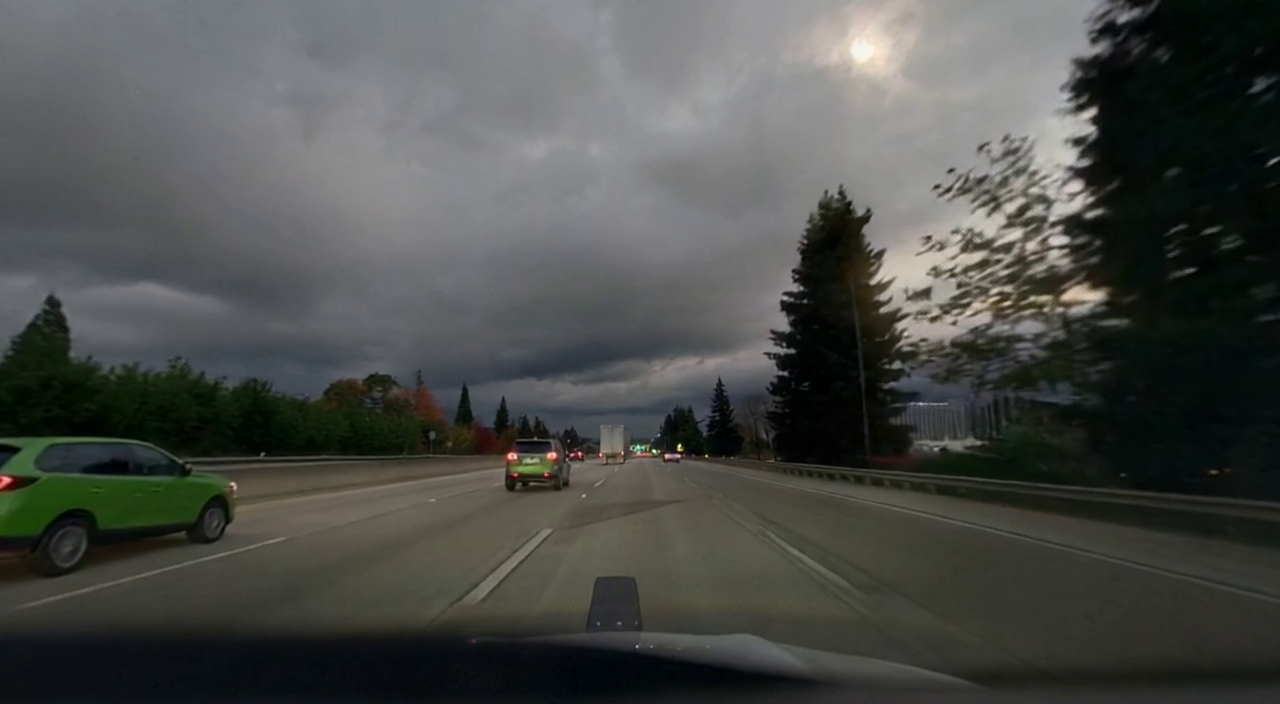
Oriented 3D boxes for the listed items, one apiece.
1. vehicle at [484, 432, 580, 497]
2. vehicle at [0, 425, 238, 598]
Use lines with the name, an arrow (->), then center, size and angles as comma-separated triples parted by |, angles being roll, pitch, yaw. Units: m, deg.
vehicle -> -3.190, 3.426, 19.536 | 2.111, 1.742, 4.315 | 1, -9, 1
vehicle -> -6.648, 1.557, 6.635 | 1.969, 1.520, 4.190 | 1, -9, 1
